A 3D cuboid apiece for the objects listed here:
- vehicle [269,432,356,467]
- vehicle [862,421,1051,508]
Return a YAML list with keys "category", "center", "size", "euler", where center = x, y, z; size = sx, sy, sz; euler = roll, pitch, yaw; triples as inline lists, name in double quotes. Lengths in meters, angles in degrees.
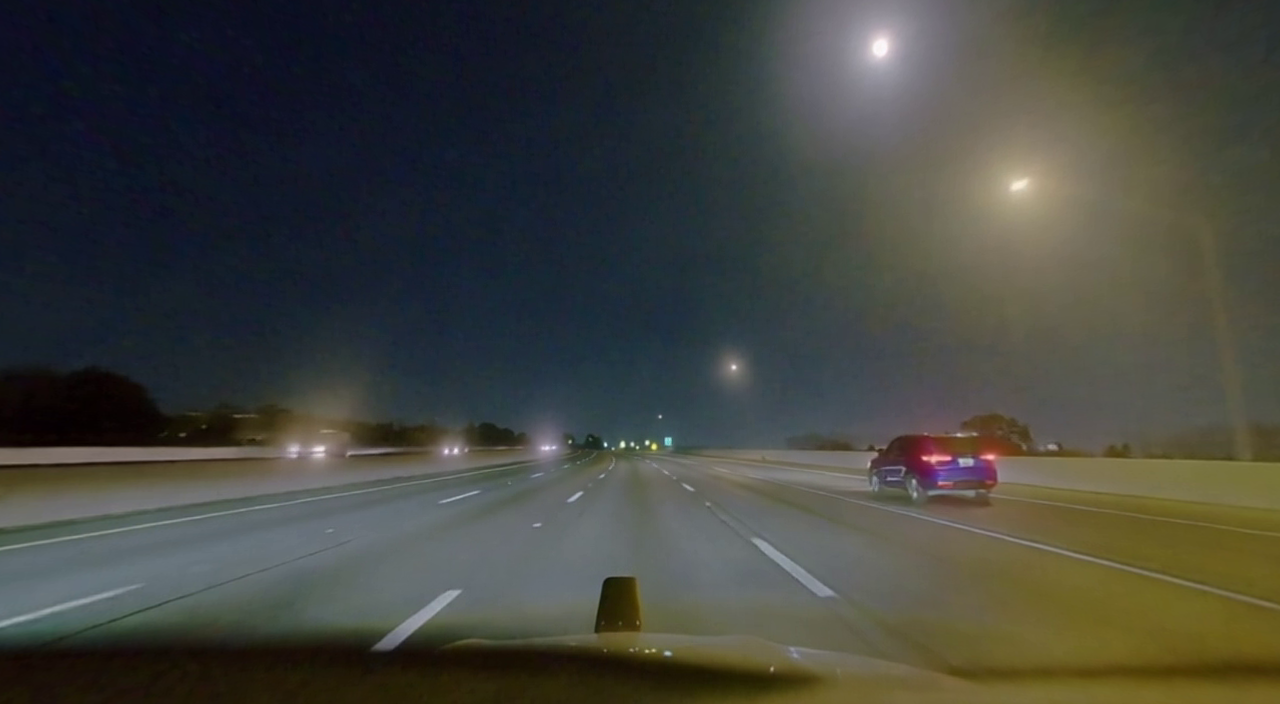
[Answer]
- category: "vehicle"
  center: [-19.332, 5.796, 37.503]
  size: [2.232, 1.919, 5.412]
  euler: [0, -9, 0]
- category: "vehicle"
  center: [7.094, 2.577, 14.774]
  size: [2.091, 1.711, 4.383]
  euler: [0, -9, -1]
